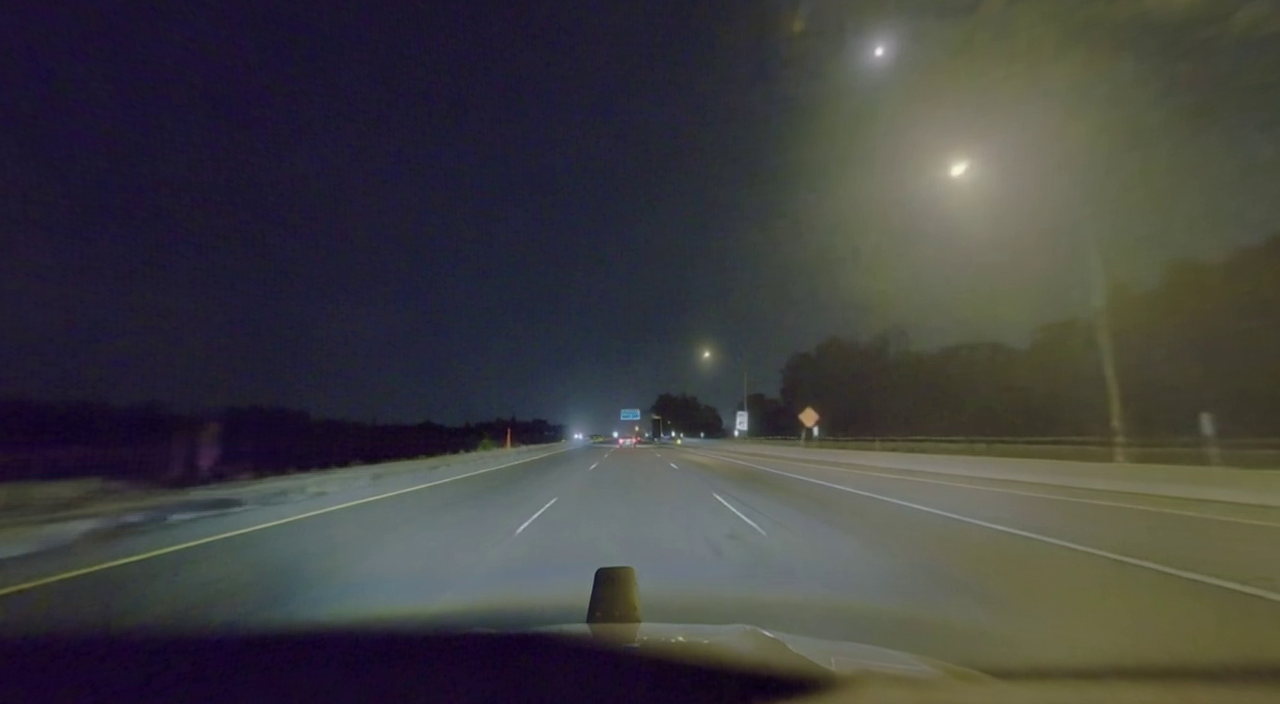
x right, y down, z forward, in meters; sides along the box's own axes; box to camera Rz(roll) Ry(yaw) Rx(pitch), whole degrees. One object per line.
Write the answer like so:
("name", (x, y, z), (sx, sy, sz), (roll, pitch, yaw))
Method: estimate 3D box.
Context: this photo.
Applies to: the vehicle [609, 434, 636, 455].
("vehicle", (-1.335, 7.089, 48.628), (1.993, 1.519, 4.046), (0, -8, -1))
